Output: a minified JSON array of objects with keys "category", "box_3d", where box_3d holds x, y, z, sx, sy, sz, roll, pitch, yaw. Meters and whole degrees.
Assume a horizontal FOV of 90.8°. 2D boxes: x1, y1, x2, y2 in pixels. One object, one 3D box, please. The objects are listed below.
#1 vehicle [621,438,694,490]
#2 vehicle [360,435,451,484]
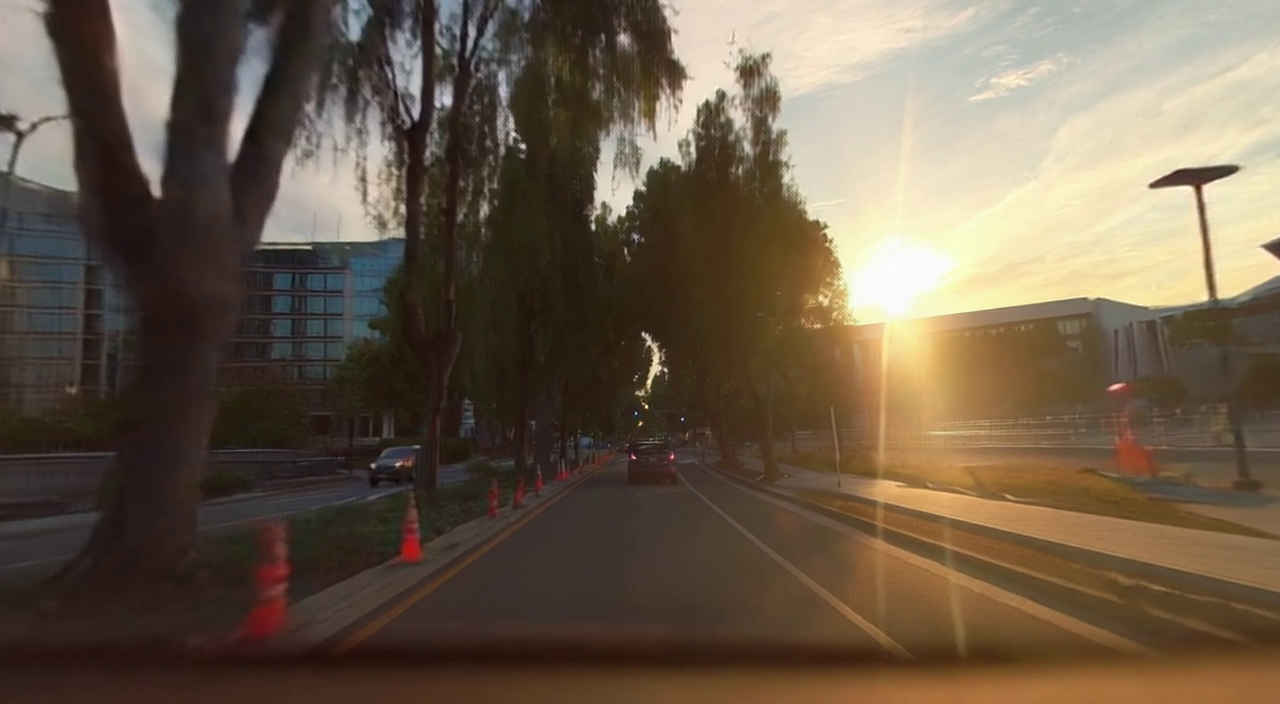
[{"category":"vehicle","box_3d":[0.570,3.585,20.670,2.114,1.493,4.430,-1,-8,2]},{"category":"vehicle","box_3d":[-11.159,5.148,30.565,2.349,2.106,5.464,0,-8,-1]}]
